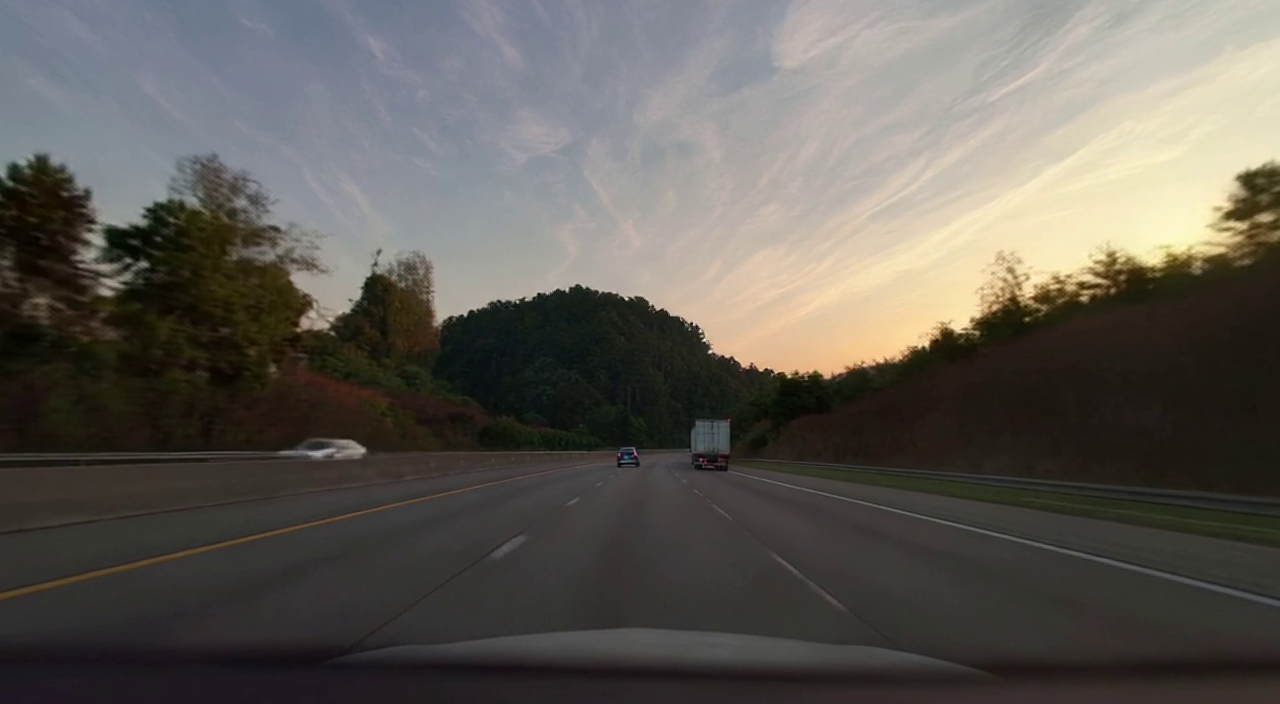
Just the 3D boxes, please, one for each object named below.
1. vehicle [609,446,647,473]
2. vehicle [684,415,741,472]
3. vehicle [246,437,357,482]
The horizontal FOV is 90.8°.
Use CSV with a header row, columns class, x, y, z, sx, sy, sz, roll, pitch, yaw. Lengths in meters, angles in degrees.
class,x,y,z,sx,sy,sz,roll,pitch,yaw
vehicle,-0.748,7.248,42.728,2.297,1.683,4.385,0,-9,2
vehicle,4.861,6.441,44.020,2.960,3.547,8.560,0,-9,0
vehicle,-13.993,4.486,26.486,1.944,1.670,4.742,0,-9,1
